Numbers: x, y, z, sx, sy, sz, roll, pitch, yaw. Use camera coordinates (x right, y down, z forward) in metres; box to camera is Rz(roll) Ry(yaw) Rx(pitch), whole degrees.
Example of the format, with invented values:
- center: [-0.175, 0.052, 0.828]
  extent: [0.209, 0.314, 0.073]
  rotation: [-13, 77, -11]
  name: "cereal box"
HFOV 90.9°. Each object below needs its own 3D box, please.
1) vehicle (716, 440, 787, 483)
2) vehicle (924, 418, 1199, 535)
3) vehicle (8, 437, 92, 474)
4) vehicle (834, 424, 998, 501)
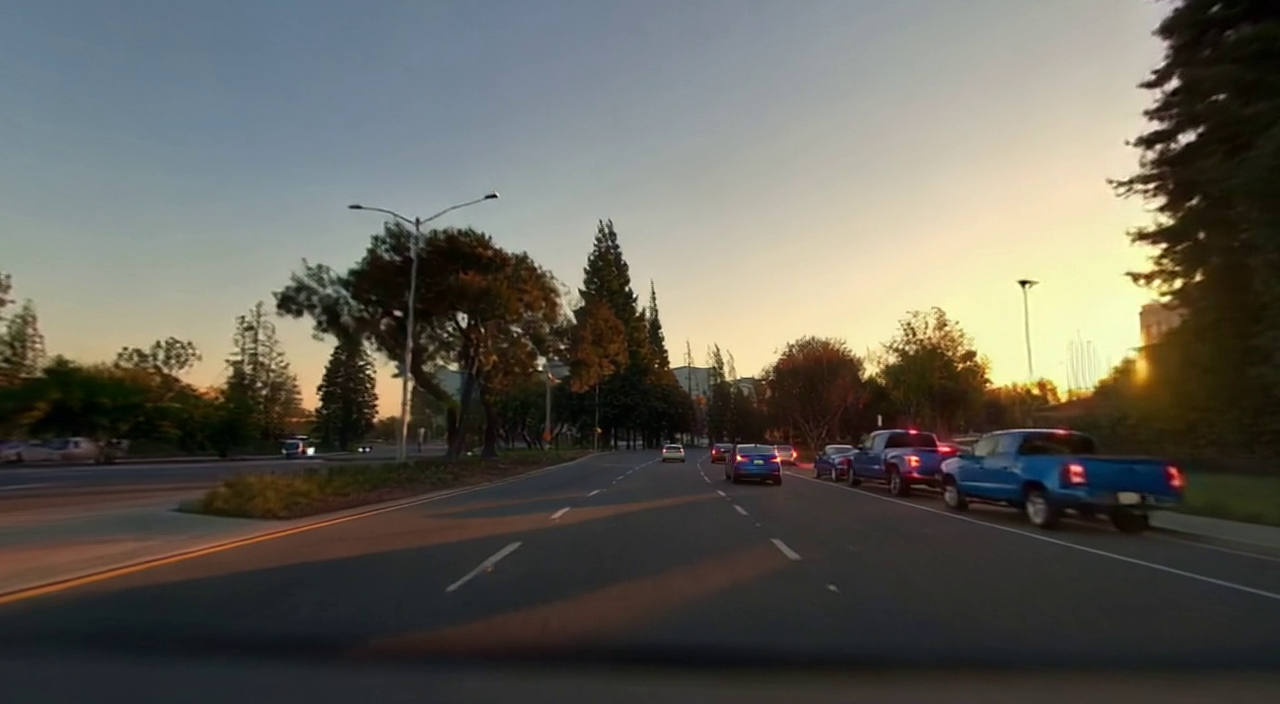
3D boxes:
- center: [4.212, 4.202, 24.499]
  extent: [1.981, 1.499, 4.536]
  rotation: [0, -8, 1]
  name: "vehicle"
- center: [7.637, 2.283, 12.214]
  extent: [2.104, 1.801, 4.628]
  rotation: [0, -8, 0]
  name: "vehicle"
- center: [-27.480, 4.793, 29.314]
  extent: [4.266, 1.583, 2.078]
  rotation: [-7, -11, 38]
  name: "vehicle"
- center: [8.218, 3.368, 19.770]
  extent: [2.410, 1.997, 6.477]
  rotation: [0, -8, 2]
  name: "vehicle"
